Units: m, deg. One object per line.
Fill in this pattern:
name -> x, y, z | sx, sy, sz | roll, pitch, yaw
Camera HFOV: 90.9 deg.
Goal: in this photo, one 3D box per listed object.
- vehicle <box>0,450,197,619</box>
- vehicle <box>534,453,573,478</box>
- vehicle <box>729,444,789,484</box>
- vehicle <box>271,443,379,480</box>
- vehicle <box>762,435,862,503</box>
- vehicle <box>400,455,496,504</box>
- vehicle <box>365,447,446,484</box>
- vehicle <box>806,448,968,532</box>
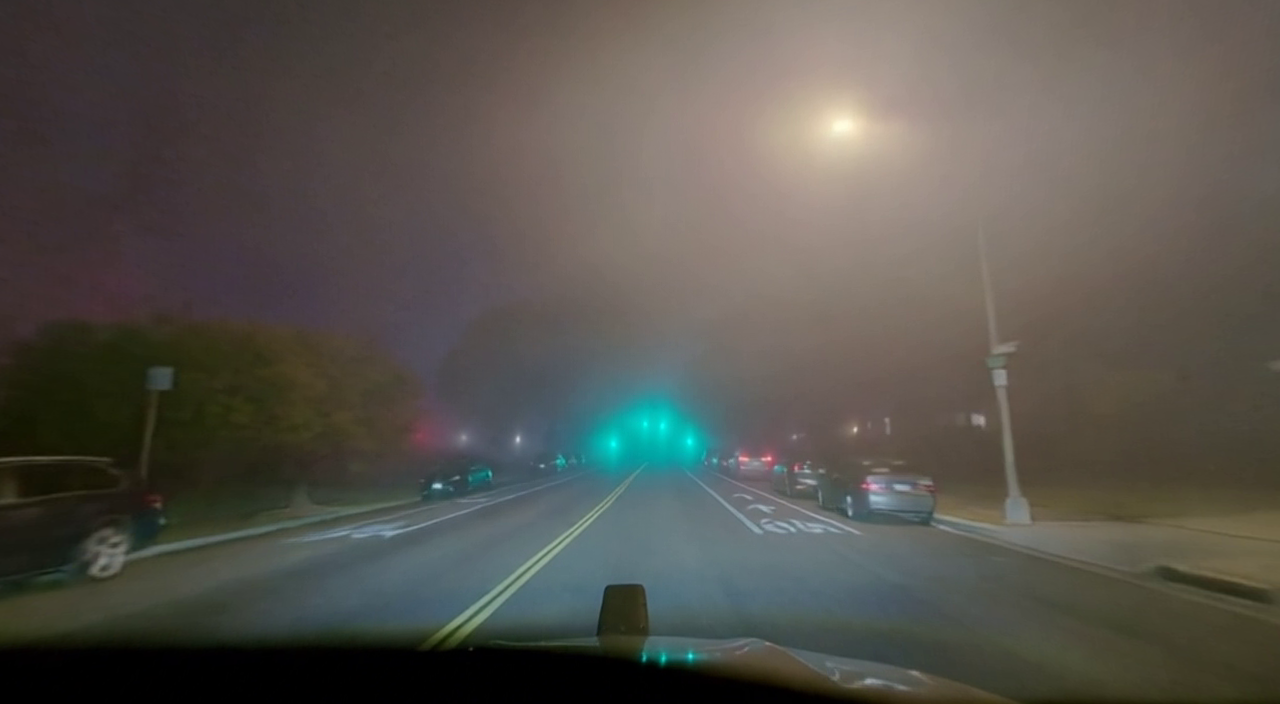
vehicle -> -7.381, 1.912, 6.652 | 1.996, 1.628, 4.603 | -1, -8, 1
vehicle -> -6.074, 7.992, 44.585 | 1.971, 1.479, 4.307 | -2, -8, 3
vehicle -> 5.609, 5.330, 30.345 | 2.137, 1.747, 4.797 | -1, -9, 2
vehicle -> -17.366, 6.041, 34.854 | 4.886, 1.936, 2.108 | -2, -9, 8
vehicle -> 5.121, 3.544, 19.500 | 2.089, 1.831, 4.492 | -1, -9, 4
vehicle -> -6.764, 4.524, 22.734 | 1.903, 1.463, 4.526 | -1, -8, 2
vehicle -> -12.608, 6.079, 34.039 | 3.513, 1.829, 1.976 | -1, -8, 11
vehicle -> 4.981, 2.793, 13.472 | 1.704, 1.445, 4.492 | 0, -9, 1
